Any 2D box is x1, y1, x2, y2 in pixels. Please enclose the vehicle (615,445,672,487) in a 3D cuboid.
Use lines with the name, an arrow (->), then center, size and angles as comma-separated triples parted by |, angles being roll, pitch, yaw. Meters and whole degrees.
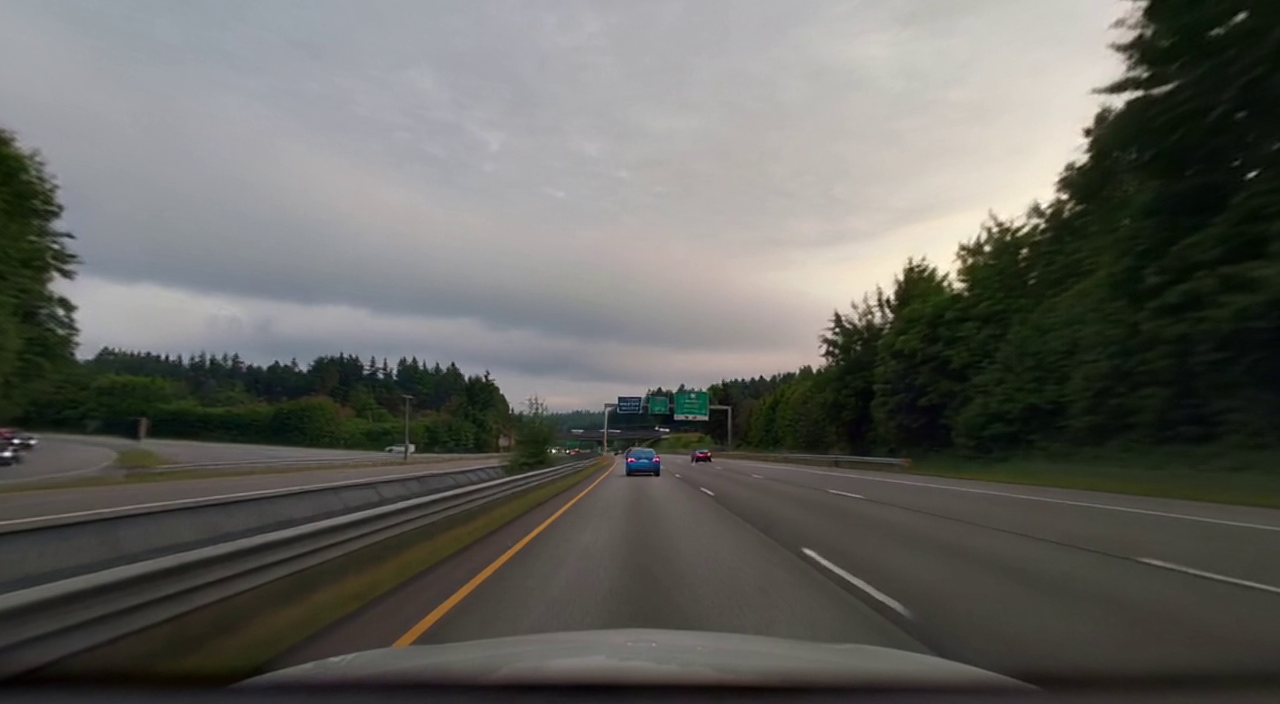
vehicle -> 0.097, 4.444, 24.890 | 2.069, 1.523, 4.012 | 0, -9, -1

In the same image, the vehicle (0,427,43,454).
vehicle -> -48.222, 6.839, 48.403 | 5.047, 1.950, 2.329 | -6, -11, 37
